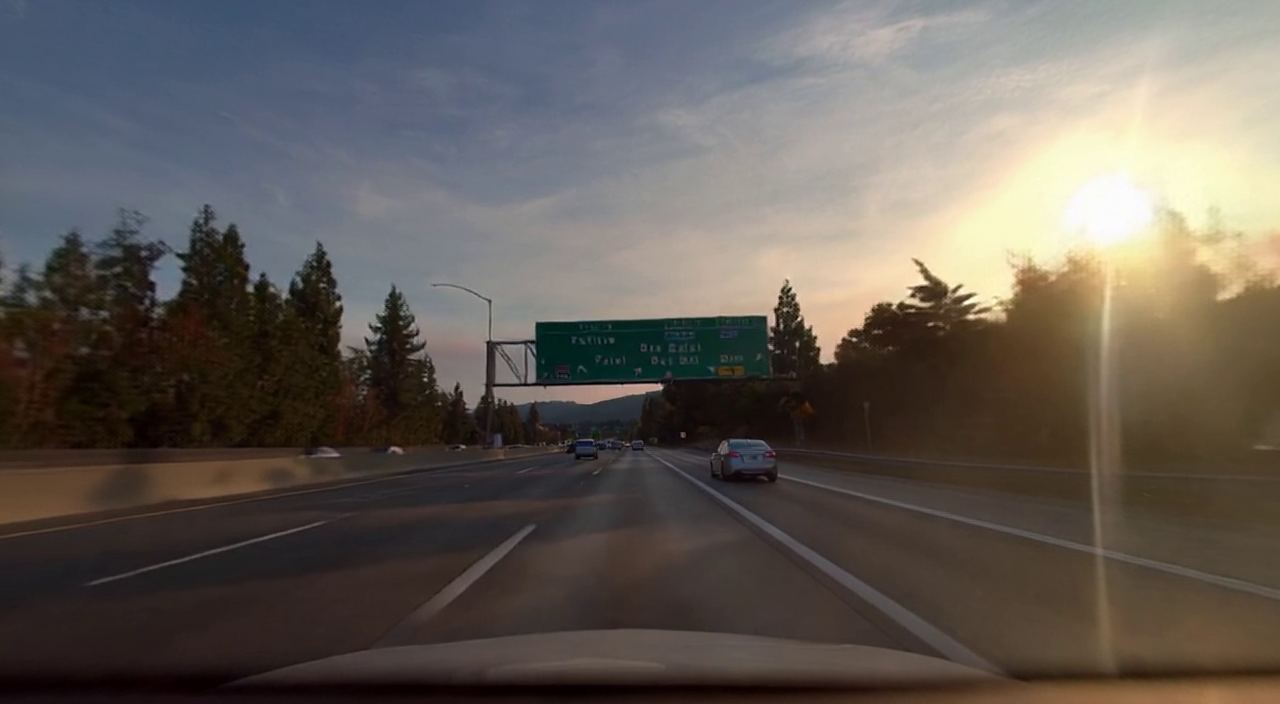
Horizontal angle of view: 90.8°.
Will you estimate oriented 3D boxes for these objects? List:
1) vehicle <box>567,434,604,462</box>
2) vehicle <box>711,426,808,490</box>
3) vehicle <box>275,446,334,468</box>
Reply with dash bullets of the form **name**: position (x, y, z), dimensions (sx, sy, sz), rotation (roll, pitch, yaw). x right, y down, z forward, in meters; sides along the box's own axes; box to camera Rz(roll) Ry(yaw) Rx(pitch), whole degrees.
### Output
- **vehicle**: position (-3.757, 6.726, 44.214), dimensions (2.173, 1.793, 4.564), rotation (0, -9, 0)
- **vehicle**: position (3.483, 3.185, 19.261), dimensions (2.053, 1.714, 4.097), rotation (0, -9, -2)
- **vehicle**: position (-24.888, 7.798, 47.114), dimensions (1.862, 1.483, 4.697), rotation (0, -9, -1)
